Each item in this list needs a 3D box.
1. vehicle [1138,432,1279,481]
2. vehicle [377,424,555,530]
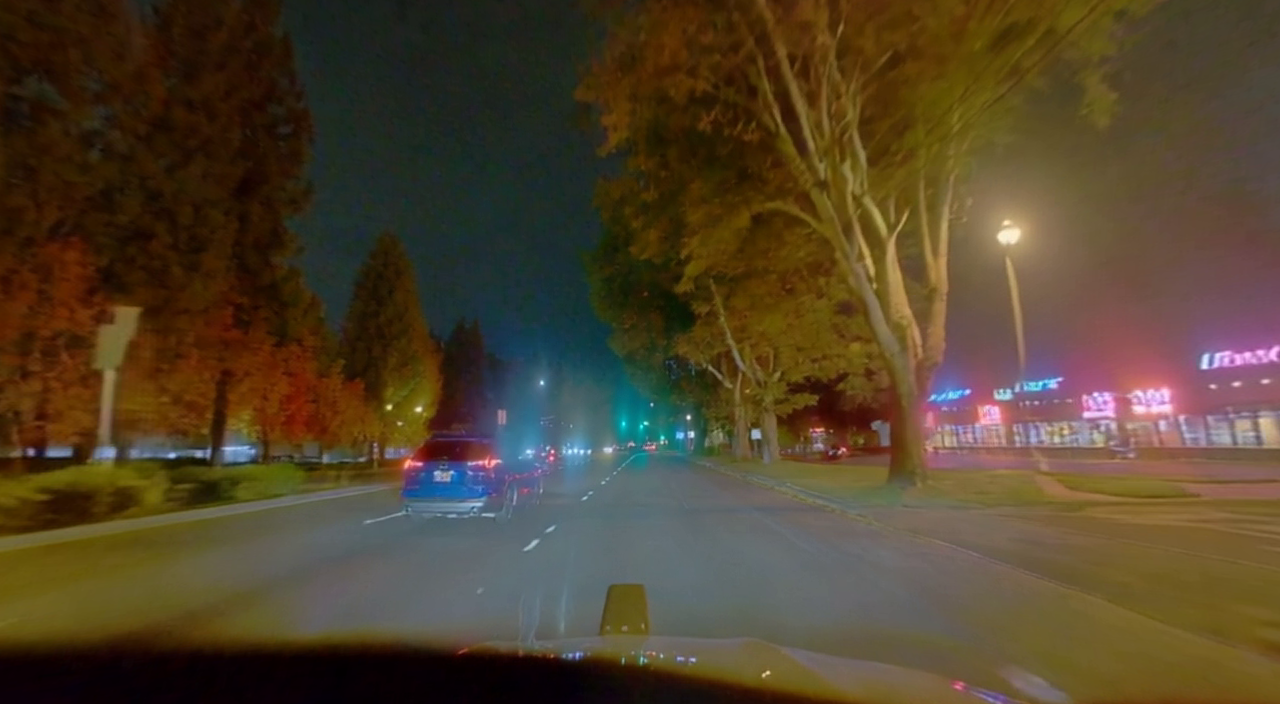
[{"bbox_3d":[21.773,3.911,23.934,1.917,1.646,4.676,-1,-8,1],"label":"vehicle"},{"bbox_3d":[-3.041,2.280,12.101,2.127,1.654,4.121,-1,-8,2],"label":"vehicle"}]
